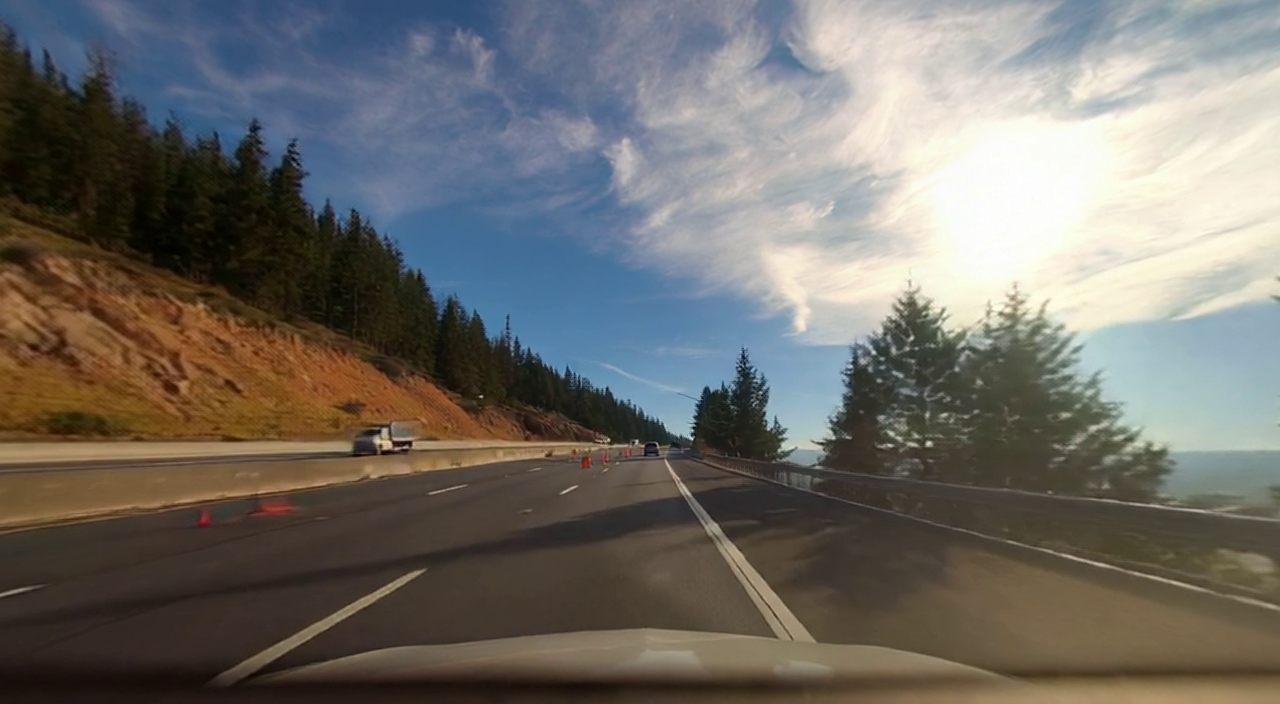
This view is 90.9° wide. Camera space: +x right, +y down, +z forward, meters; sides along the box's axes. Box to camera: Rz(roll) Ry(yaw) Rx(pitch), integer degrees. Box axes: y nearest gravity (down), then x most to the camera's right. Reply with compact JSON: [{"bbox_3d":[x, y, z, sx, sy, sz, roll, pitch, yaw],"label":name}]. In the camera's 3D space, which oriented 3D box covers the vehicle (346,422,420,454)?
[{"bbox_3d":[-17.149,5.847,42.529,2.266,1.970,5.815,-1,-9,3],"label":"vehicle"}]
